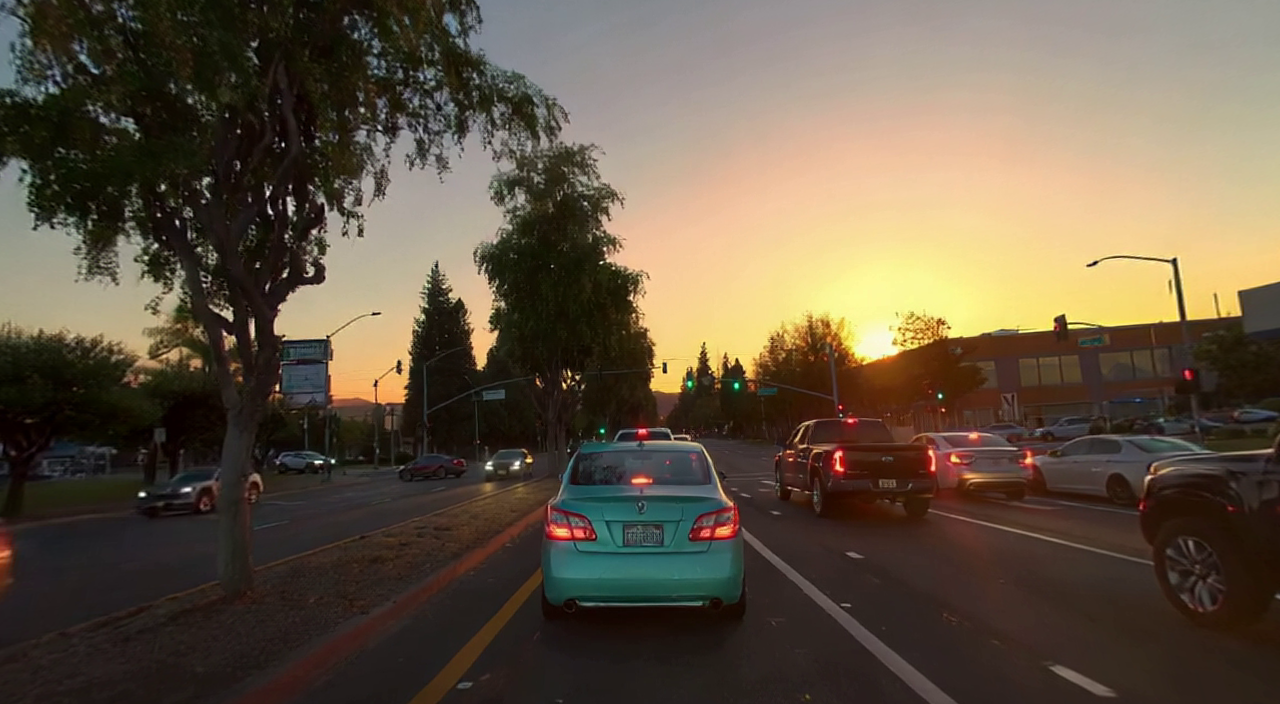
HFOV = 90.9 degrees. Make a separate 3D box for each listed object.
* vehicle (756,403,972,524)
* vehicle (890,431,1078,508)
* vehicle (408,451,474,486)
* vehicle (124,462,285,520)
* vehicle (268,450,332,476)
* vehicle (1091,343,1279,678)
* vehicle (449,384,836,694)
[{"bbox_3d":[4.168,2.212,13.111,2.319,1.930,5.651,0,-8,-1],"label":"vehicle"},{"bbox_3d":[7.592,2.620,14.564,1.856,1.487,4.454,-1,-8,1],"label":"vehicle"},{"bbox_3d":[-9.634,5.654,30.912,1.806,1.473,4.303,-1,-8,1],"label":"vehicle"},{"bbox_3d":[-13.761,4.377,20.348,1.935,1.518,4.415,-1,-8,2],"label":"vehicle"},{"bbox_3d":[-24.052,7.835,44.803,1.798,1.706,4.385,-1,-8,6],"label":"vehicle"},{"bbox_3d":[4.457,0.714,2.456,2.019,1.803,4.634,-1,-8,2],"label":"vehicle"},{"bbox_3d":[-0.018,1.311,5.521,2.116,1.677,3.948,0,-8,-1],"label":"vehicle"}]
